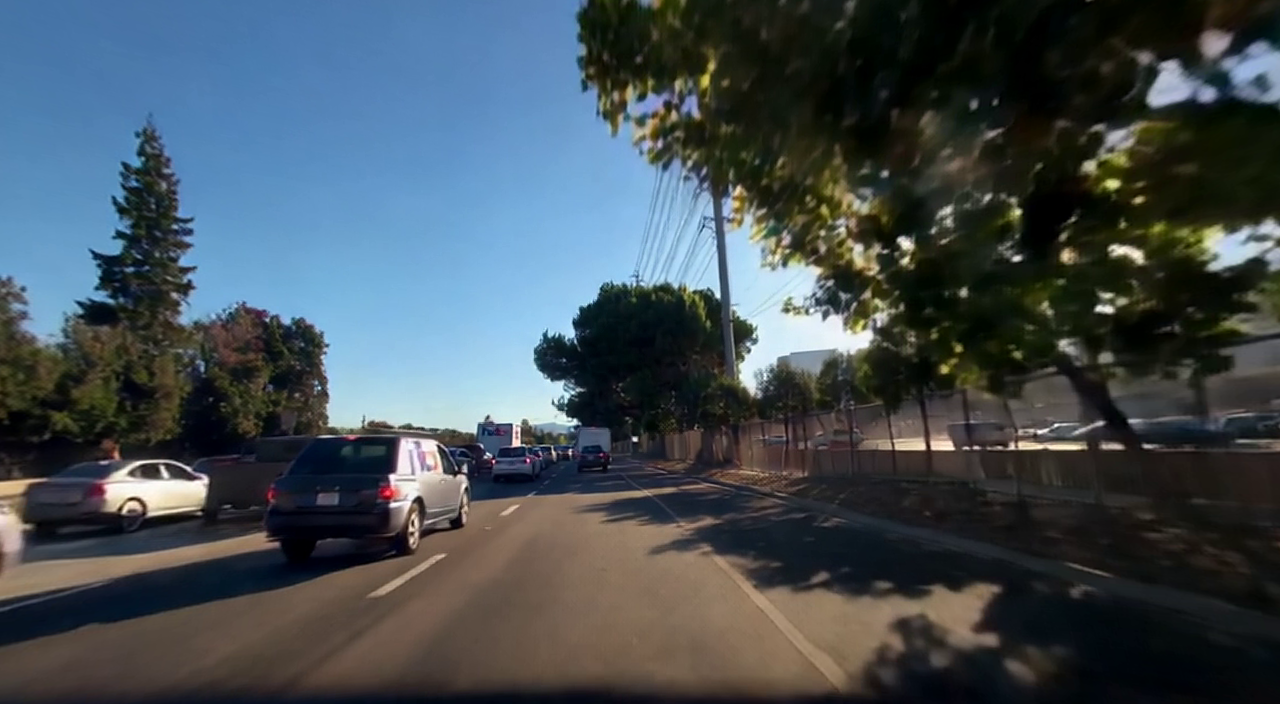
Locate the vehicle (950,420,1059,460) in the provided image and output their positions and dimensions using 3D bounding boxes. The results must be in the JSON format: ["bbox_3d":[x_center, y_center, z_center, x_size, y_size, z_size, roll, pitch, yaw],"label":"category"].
[{"bbox_3d":[28.727,6.951,49.765,7.011,3.014,2.594,1,-9,-4],"label":"vehicle"}]

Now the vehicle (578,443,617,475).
[{"bbox_3d":[-2.400,5.956,35.440,2.055,1.671,4.147,1,-8,-5],"label":"vehicle"}]

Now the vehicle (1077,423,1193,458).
[{"bbox_3d":[30.669,5.508,39.069,5.535,2.130,2.145,1,-9,-6],"label":"vehicle"}]

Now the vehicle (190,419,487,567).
[{"bbox_3d":[-4.079,1.989,9.735,2.388,1.692,4.684,0,-8,-2],"label":"vehicle"}]

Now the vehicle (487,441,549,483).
[{"bbox_3d":[-5.283,4.824,27.971,2.057,1.673,4.934,1,-8,-4],"label":"vehicle"}]

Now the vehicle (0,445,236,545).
[{"bbox_3d":[-10.952,2.771,12.928,2.037,1.455,5.174,-3,-7,-2],"label":"vehicle"}]

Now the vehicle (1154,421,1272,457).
[{"bbox_3d":[37.896,5.767,41.750,5.472,2.276,2.302,0,-8,0],"label":"vehicle"}]
